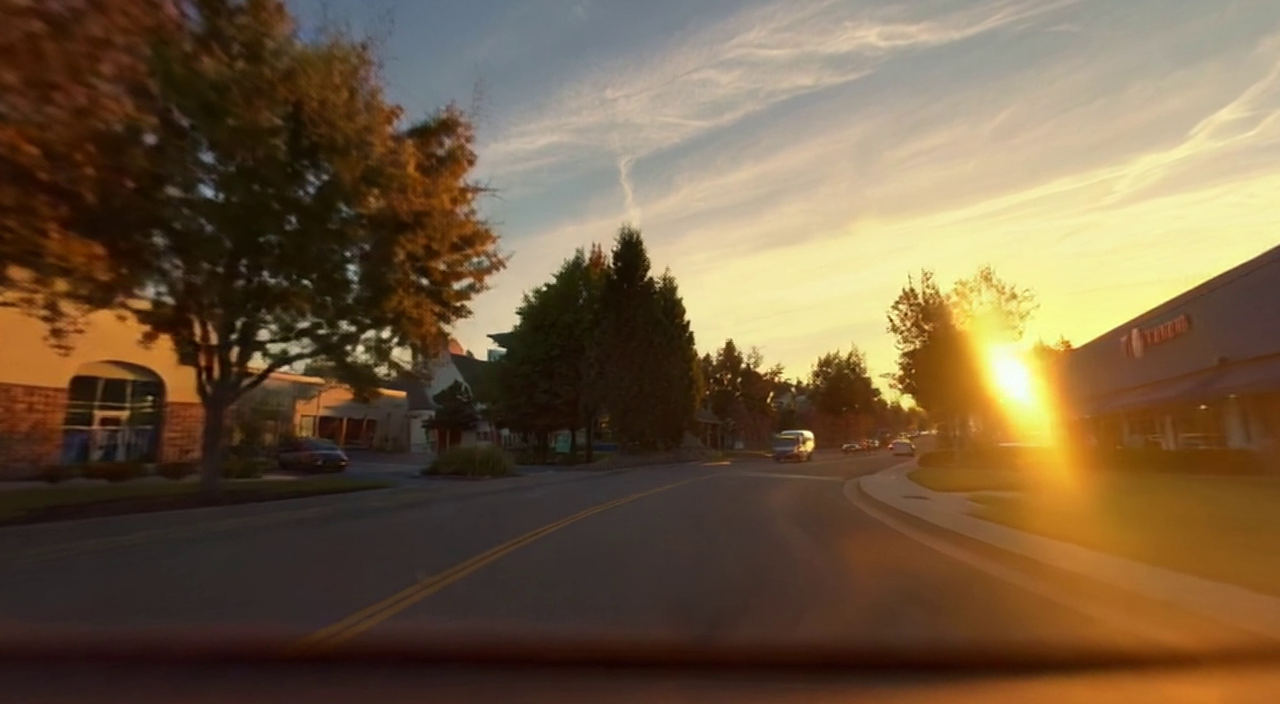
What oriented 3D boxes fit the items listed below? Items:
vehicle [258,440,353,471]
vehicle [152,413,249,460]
[{"bbox_3d":[-19.472,6.024,36.933,4.410,1.689,1.974,1,-9,-10],"label":"vehicle"},{"bbox_3d":[-26.906,5.293,38.983,2.576,2.597,5.438,0,-10,-8],"label":"vehicle"}]
